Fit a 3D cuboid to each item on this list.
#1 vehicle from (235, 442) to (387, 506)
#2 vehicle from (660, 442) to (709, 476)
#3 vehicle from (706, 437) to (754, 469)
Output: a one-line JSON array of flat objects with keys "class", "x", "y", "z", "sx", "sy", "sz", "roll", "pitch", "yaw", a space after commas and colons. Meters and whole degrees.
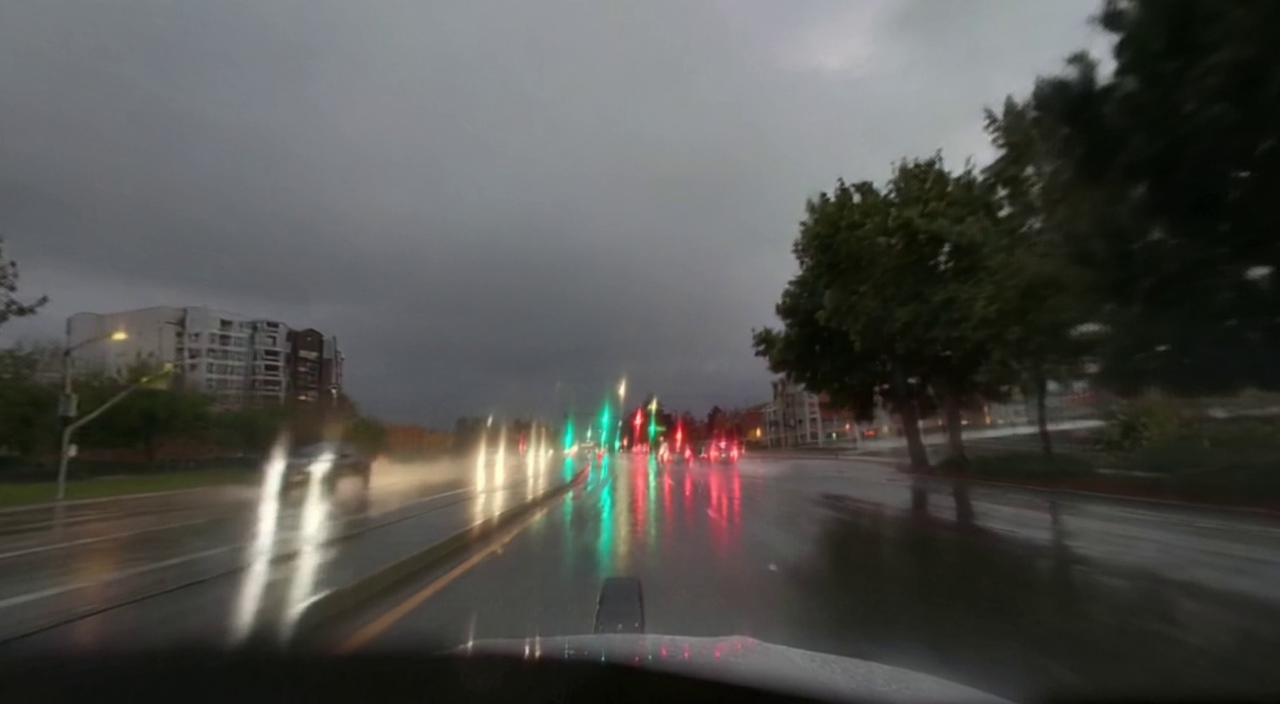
[{"class": "vehicle", "x": -9.149, "y": 3.398, "z": 18.148, "sx": 1.843, "sy": 1.564, "sz": 4.811, "roll": 0, "pitch": -9, "yaw": -1}, {"class": "vehicle", "x": 2.170, "y": 5.329, "z": 31.742, "sx": 1.917, "sy": 1.538, "sz": 4.259, "roll": 0, "pitch": -9, "yaw": -3}, {"class": "vehicle", "x": 5.300, "y": 5.995, "z": 37.688, "sx": 1.946, "sy": 1.773, "sz": 4.641, "roll": 0, "pitch": -9, "yaw": -3}]
